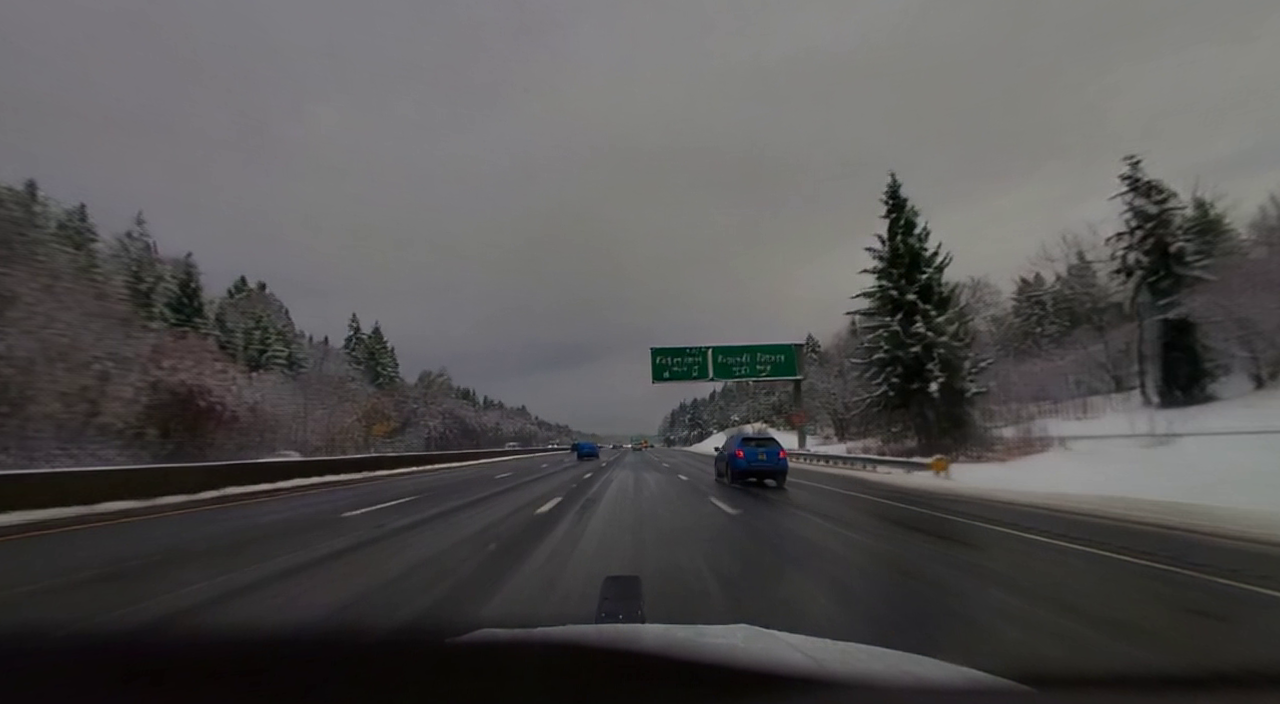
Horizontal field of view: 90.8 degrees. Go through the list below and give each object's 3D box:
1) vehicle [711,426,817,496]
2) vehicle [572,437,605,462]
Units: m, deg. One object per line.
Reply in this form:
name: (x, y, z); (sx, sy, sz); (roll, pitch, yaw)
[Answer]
vehicle: (3.305, 3.026, 17.759); (2.053, 1.714, 4.097); (0, -9, -2)
vehicle: (-3.894, 7.467, 48.424); (2.173, 1.793, 4.564); (0, -9, 0)
